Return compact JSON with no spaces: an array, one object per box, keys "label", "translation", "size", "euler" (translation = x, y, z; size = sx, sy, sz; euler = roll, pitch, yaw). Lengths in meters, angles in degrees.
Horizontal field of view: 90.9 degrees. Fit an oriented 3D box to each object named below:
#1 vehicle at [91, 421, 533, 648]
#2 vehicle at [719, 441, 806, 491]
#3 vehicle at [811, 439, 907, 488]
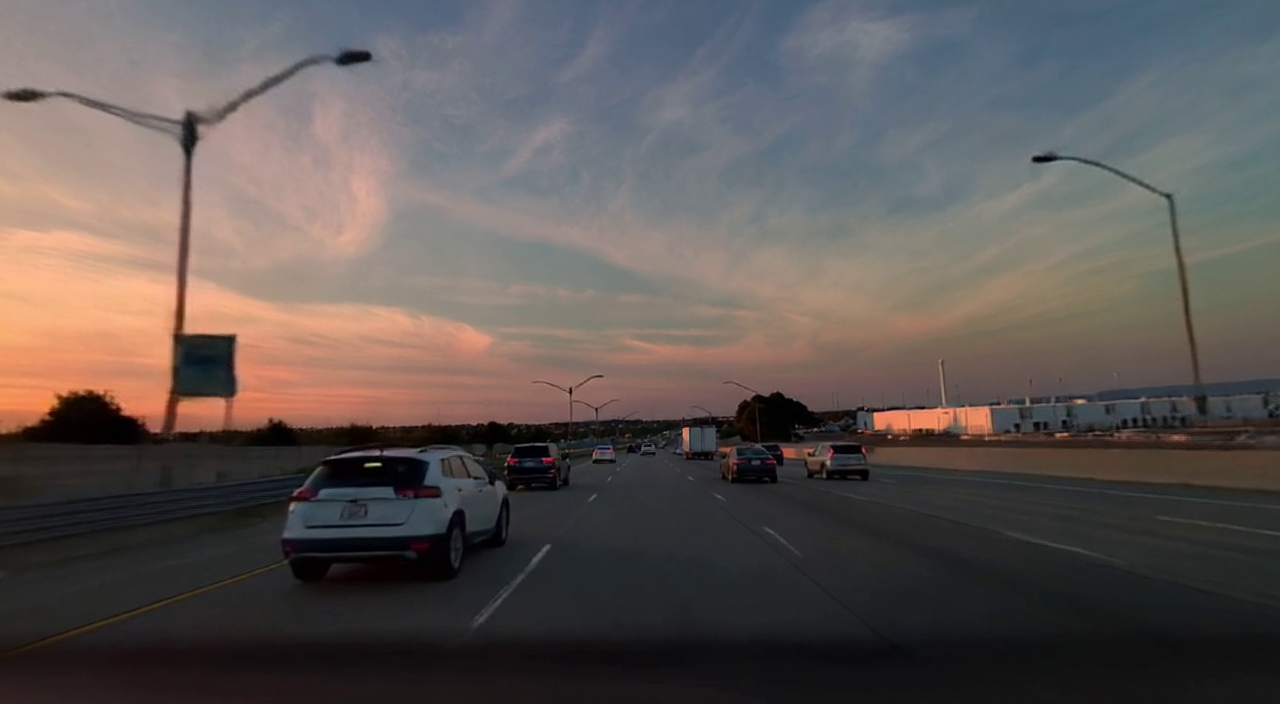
[{"label":"vehicle","translation":[-2.717,1.618,6.888],"size":[2.067,1.555,4.851],"euler":[-1,-8,2]},{"label":"vehicle","translation":[3.892,3.677,20.828],"size":[1.942,1.453,4.329],"euler":[0,-8,-1]},{"label":"vehicle","translation":[7.451,3.801,21.868],"size":[1.860,1.520,3.961],"euler":[0,-8,-1]}]
